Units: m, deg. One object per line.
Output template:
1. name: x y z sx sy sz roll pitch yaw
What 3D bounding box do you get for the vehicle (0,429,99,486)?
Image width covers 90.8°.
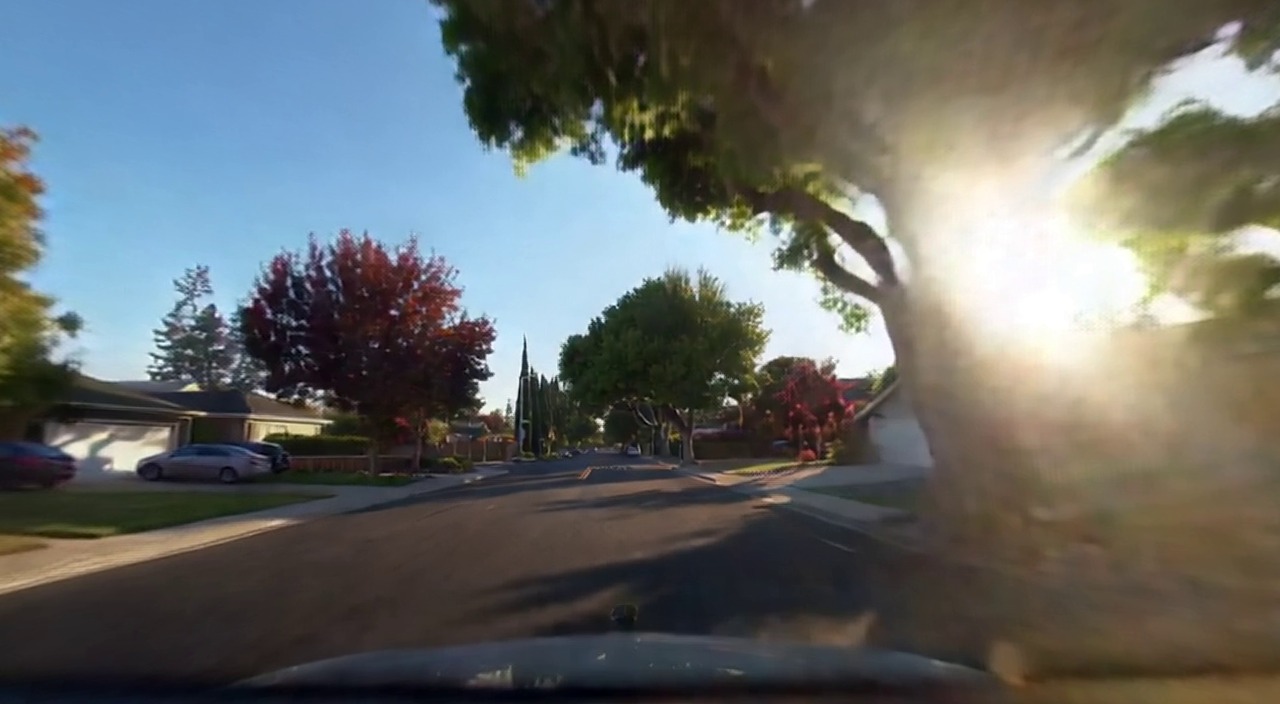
1. vehicle: -21.285 3.523 21.087 4.359 1.789 2.123 0 -9 -3

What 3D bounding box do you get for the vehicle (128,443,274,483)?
1. vehicle: -17.656 4.477 25.609 4.307 1.508 2.072 0 -9 -2
